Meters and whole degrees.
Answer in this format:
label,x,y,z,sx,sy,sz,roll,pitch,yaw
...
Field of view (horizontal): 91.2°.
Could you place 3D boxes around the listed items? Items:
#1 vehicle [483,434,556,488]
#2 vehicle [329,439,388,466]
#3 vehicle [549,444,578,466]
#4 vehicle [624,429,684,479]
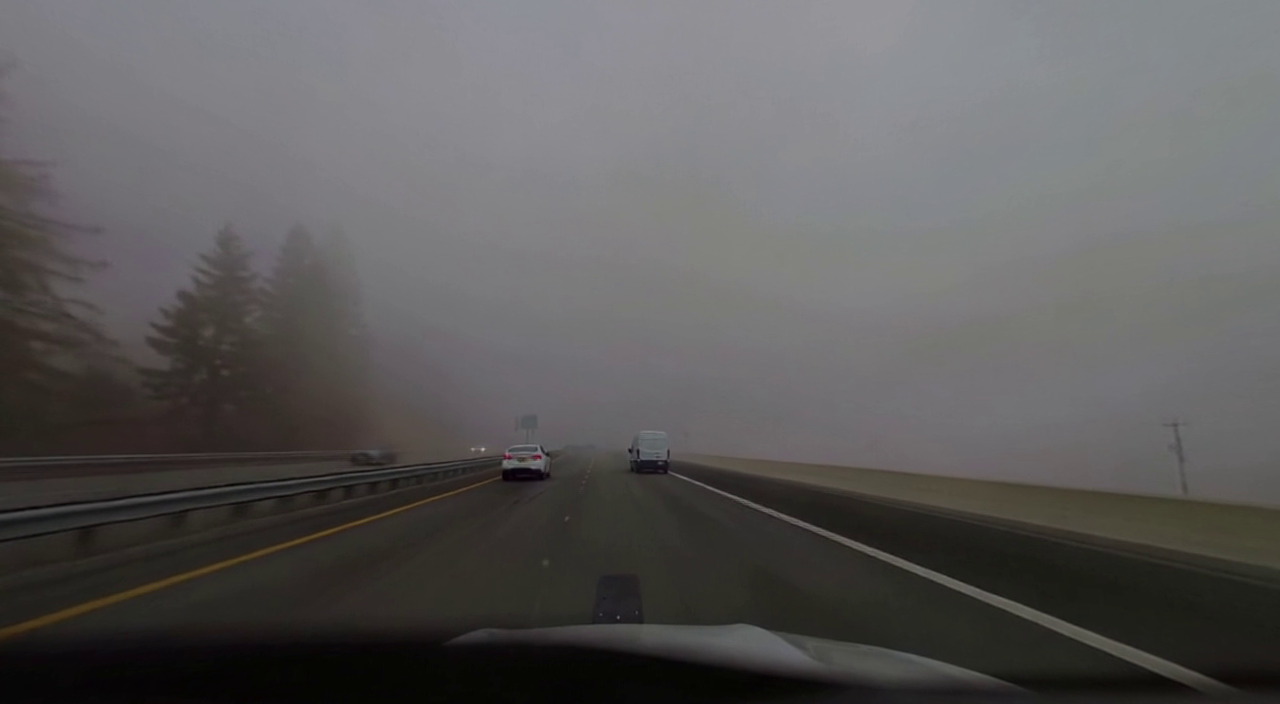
label,x,y,z,sx,sy,sz,roll,pitch,yaw
vehicle,-4.189,3.878,22.530,1.963,1.711,4.284,0,-9,-3
vehicle,-18.034,6.483,40.413,1.983,1.629,4.235,0,-9,-3
vehicle,-5.513,7.519,45.798,1.809,1.510,4.235,0,-9,-3
vehicle,0.503,4.397,27.061,2.179,1.930,4.538,0,-9,-4
